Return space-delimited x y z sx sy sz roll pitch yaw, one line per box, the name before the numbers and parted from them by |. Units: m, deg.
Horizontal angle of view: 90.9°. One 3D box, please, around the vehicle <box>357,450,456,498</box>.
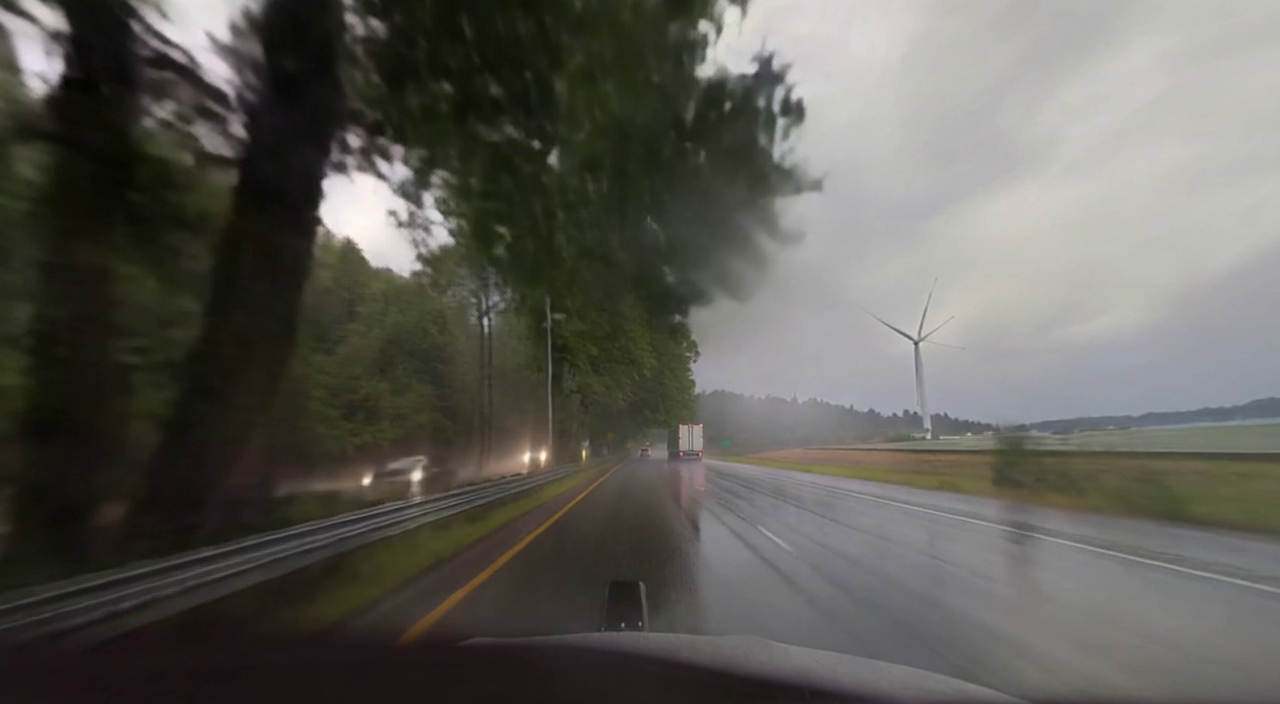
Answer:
vehicle | -8.596 4.493 23.656 2.074 1.607 4.254 0 -9 0
